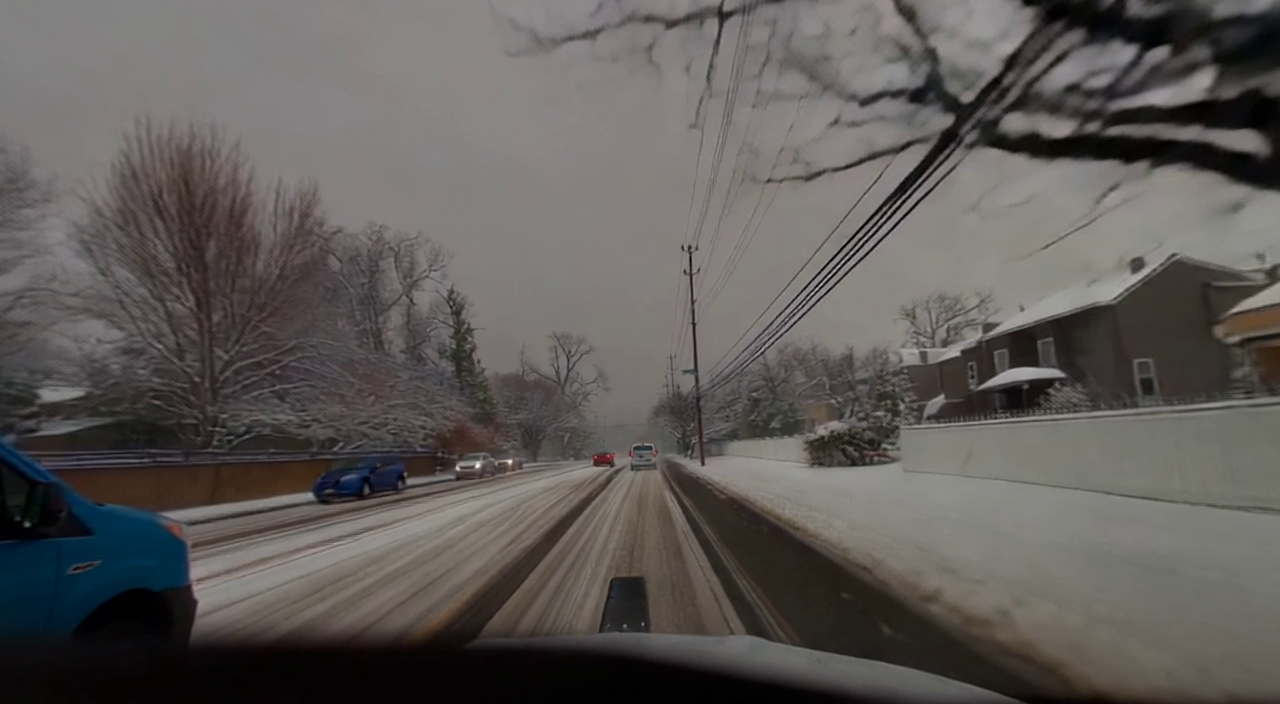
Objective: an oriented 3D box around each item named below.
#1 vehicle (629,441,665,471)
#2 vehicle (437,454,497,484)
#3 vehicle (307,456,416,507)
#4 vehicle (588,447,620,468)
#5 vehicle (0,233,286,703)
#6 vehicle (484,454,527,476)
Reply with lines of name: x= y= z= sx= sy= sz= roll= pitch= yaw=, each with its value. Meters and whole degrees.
vehicle: x=0.423 y=6.372 z=38.785 sx=2.120 sy=1.718 sz=3.909 roll=0 pitch=-9 yaw=1
vehicle: x=-9.585 y=6.498 z=35.345 sx=2.068 sy=1.480 sz=4.641 roll=-2 pitch=-9 yaw=0
vehicle: x=-9.962 y=4.614 z=22.923 sx=1.879 sy=1.494 sz=4.445 roll=-4 pitch=-9 yaw=1
vehicle: x=-2.667 y=7.928 z=47.359 sx=1.968 sy=1.472 sz=4.489 roll=0 pitch=-9 yaw=2
vehicle: x=-3.476 y=0.463 z=1.019 sx=2.336 sy=2.152 sz=5.866 roll=0 pitch=-9 yaw=0
vehicle: x=-9.562 y=8.041 z=45.128 sx=2.005 sy=1.471 sz=4.330 roll=0 pitch=-9 yaw=2
